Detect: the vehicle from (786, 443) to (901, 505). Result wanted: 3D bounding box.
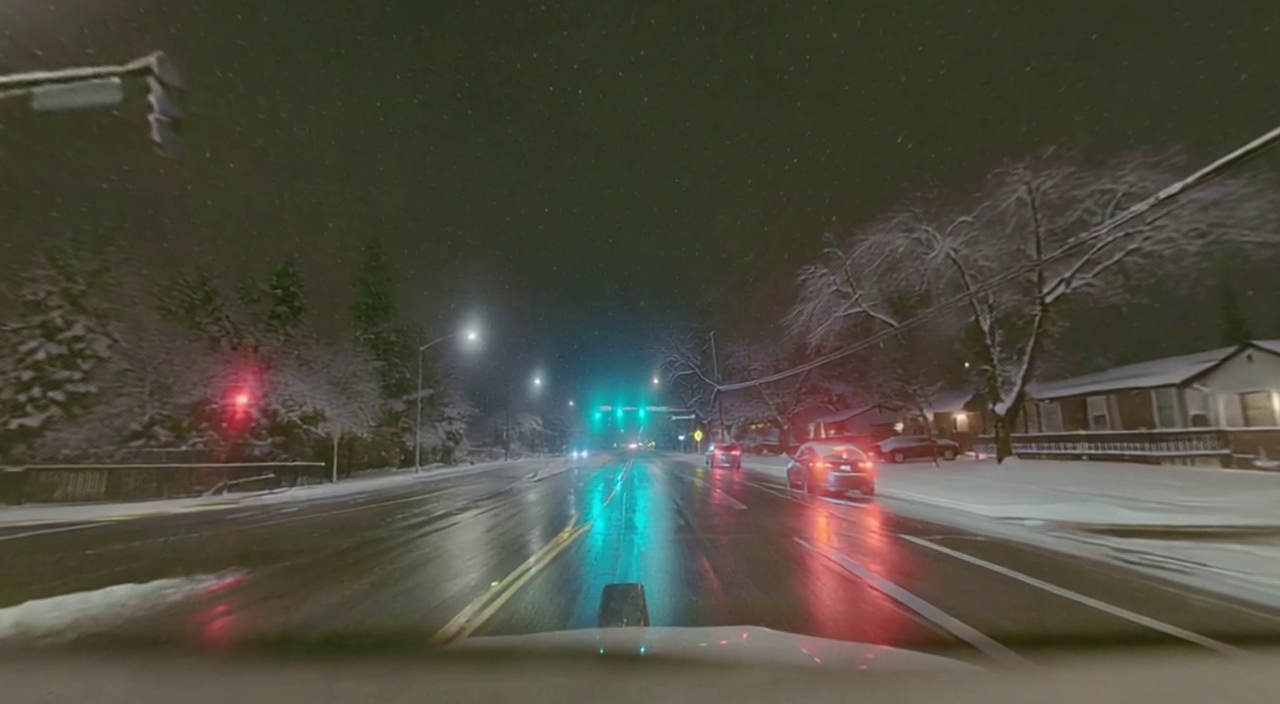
[{"bbox_3d":[5.708,3.447,18.369,1.855,1.520,4.808,0,-9,2],"label":"vehicle"}]

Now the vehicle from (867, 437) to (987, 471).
[{"bbox_3d":[12.825,4.560,28.336,4.461,1.461,1.805,0,-9,-1],"label":"vehicle"}]

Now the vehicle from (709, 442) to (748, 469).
[{"bbox_3d":[6.006,7.076,43.258,2.026,1.754,4.565,0,-9,0],"label":"vehicle"}]
